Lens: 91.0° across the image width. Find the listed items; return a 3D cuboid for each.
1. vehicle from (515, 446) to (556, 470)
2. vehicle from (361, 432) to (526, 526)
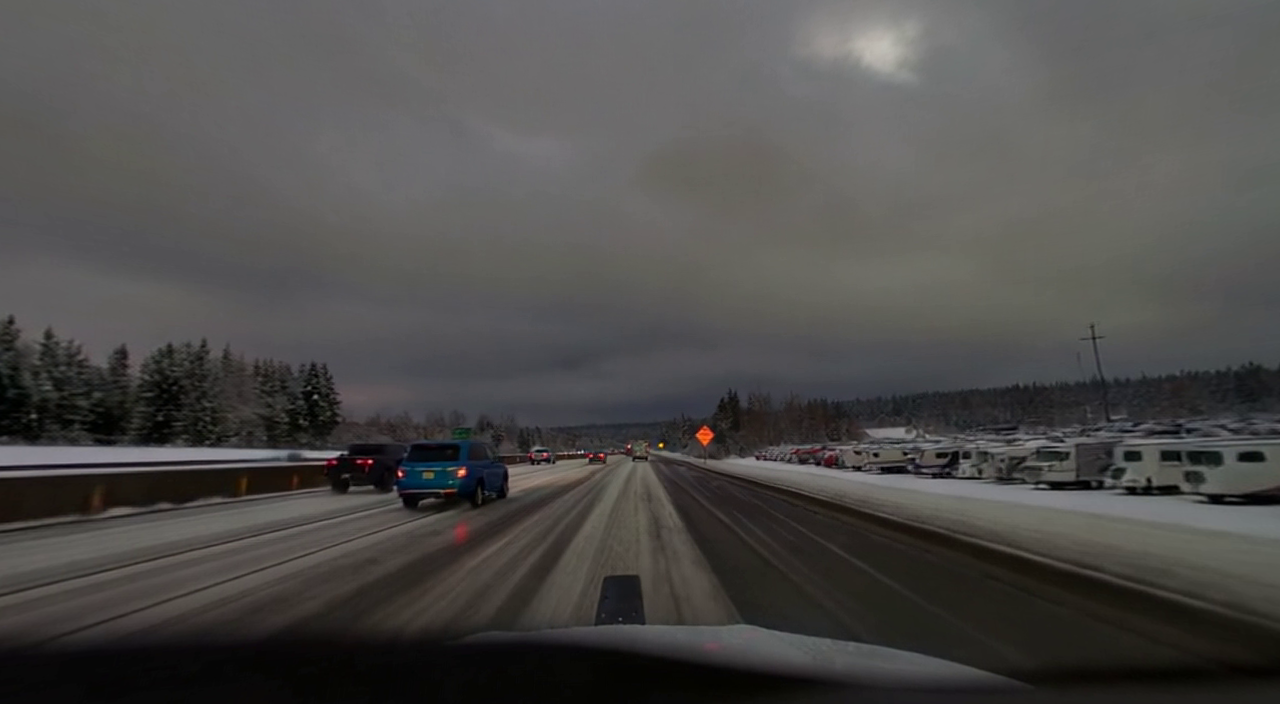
[{"bbox_3d":[-7.454,7.615,45.389,2.046,1.644,4.422,0,-9,1],"label":"vehicle"},{"bbox_3d":[-3.921,2.601,13.484,2.070,1.665,4.213,0,-9,1],"label":"vehicle"}]
